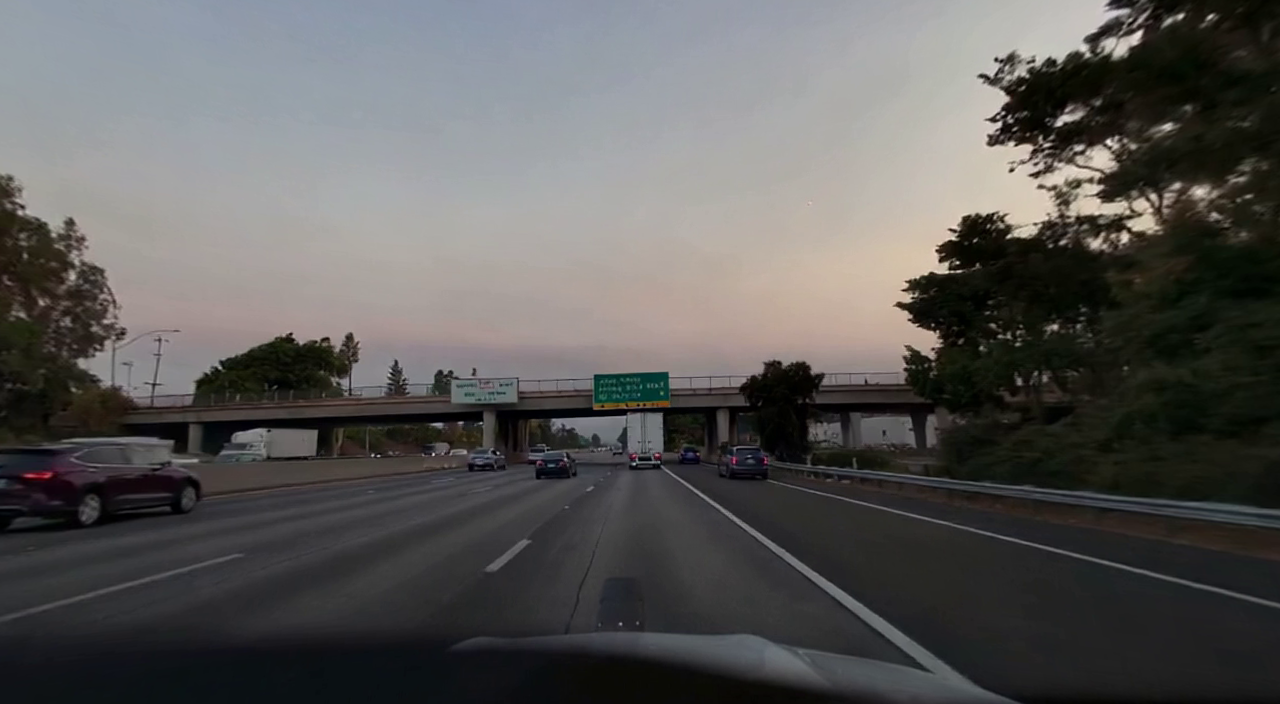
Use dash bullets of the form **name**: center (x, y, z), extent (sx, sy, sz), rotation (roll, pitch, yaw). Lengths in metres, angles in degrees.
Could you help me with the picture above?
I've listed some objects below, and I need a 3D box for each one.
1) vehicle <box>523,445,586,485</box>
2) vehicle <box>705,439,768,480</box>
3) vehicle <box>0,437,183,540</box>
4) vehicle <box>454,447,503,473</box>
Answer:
- **vehicle**: center (-3.601, 4.853, 27.283), extent (2.083, 1.576, 4.307), rotation (0, -9, 1)
- **vehicle**: center (4.283, 4.880, 28.724), extent (2.107, 1.707, 4.445), rotation (0, -9, 0)
- **vehicle**: center (-11.164, 2.448, 11.788), extent (1.966, 1.627, 4.258), rotation (0, -9, 0)
- **vehicle**: center (-10.890, 7.330, 42.870), extent (2.080, 1.637, 4.581), rotation (0, -9, 1)
